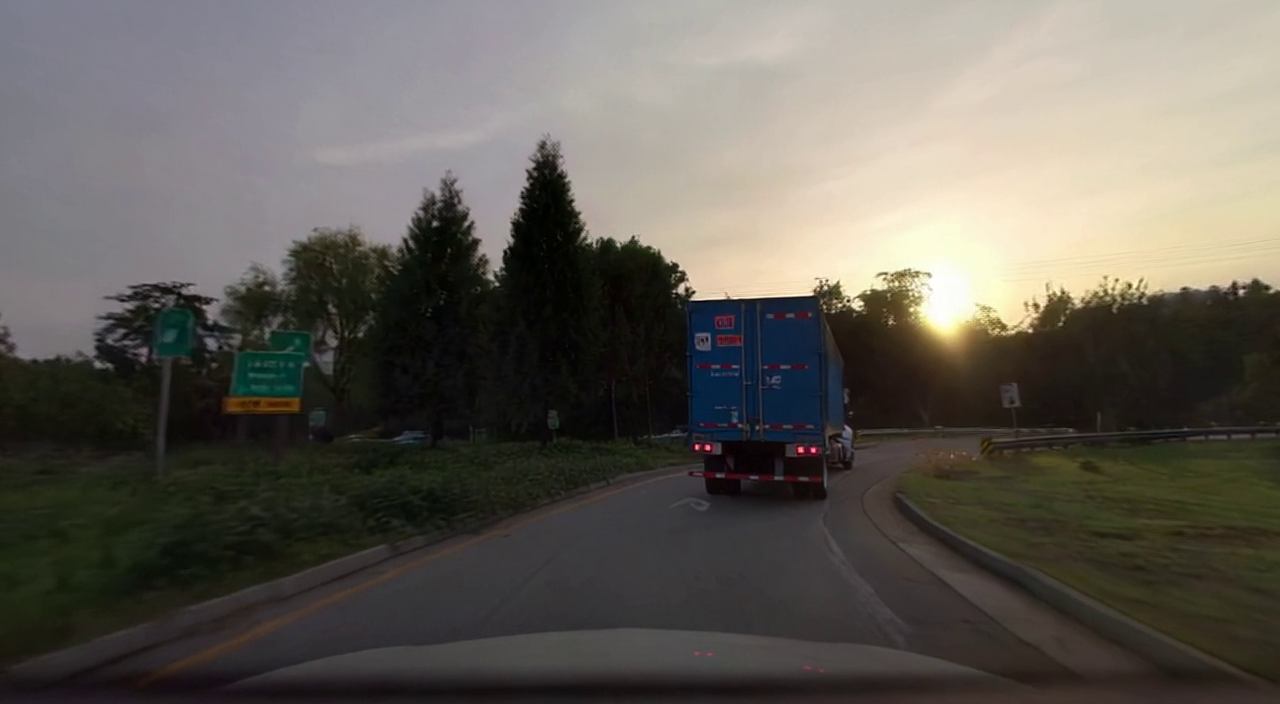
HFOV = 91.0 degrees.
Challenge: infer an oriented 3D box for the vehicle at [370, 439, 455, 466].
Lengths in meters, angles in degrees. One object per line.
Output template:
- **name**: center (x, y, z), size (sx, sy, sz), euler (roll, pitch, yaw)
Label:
- **vehicle**: center (-13.078, 5.763, 36.250), size (4.350, 1.410, 1.726), euler (3, -9, -28)

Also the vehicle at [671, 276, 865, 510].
- **vehicle**: center (3.543, 1.256, 14.649), size (2.937, 3.647, 9.344), euler (-4, -8, 20)

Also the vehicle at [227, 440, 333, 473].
- **vehicle**: center (-18.702, 5.396, 32.769), size (4.578, 1.573, 1.806), euler (5, -10, -35)
